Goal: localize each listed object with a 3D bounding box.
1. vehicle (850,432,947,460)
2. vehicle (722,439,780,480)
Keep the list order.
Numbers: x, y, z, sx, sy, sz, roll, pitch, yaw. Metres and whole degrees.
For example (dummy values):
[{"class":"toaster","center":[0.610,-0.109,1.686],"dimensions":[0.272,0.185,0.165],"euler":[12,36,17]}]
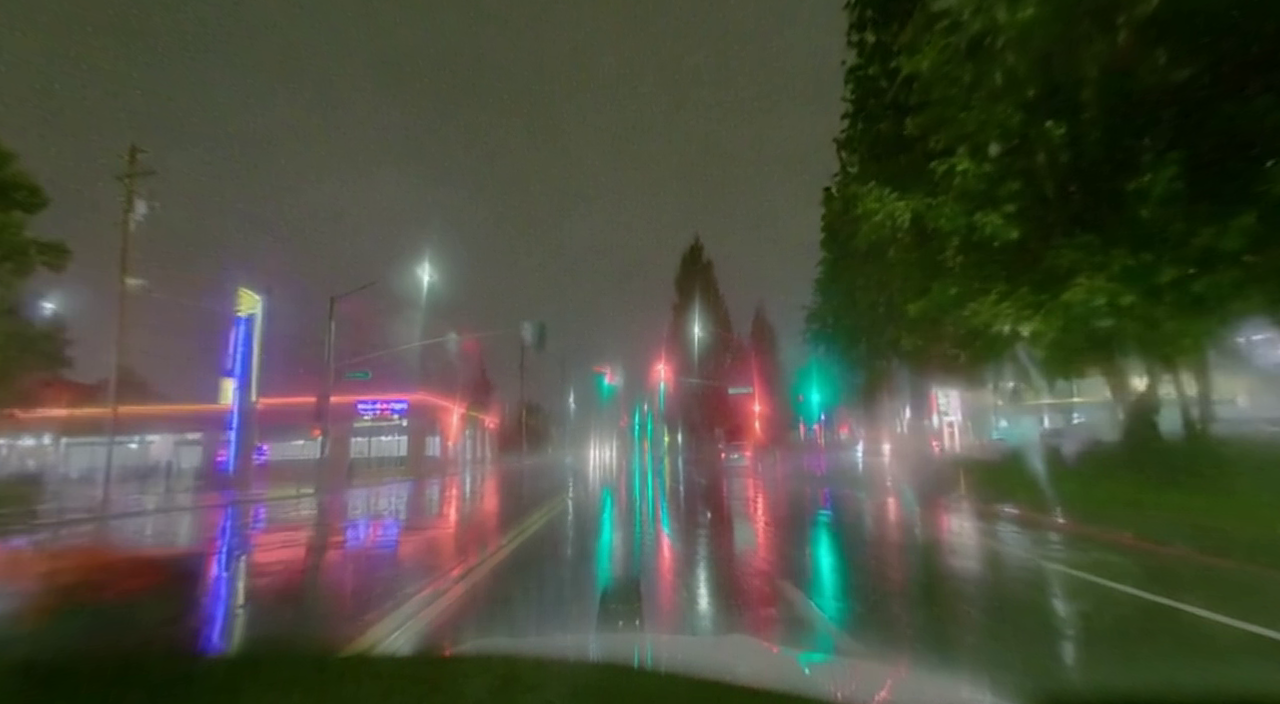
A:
[{"class":"vehicle","center":[15.051,5.518,36.859],"dimensions":[4.704,1.544,2.112],"euler":[0,-9,1]},{"class":"vehicle","center":[4.468,4.288,25.393],"dimensions":[2.064,1.470,4.610],"euler":[-1,-9,10]}]
